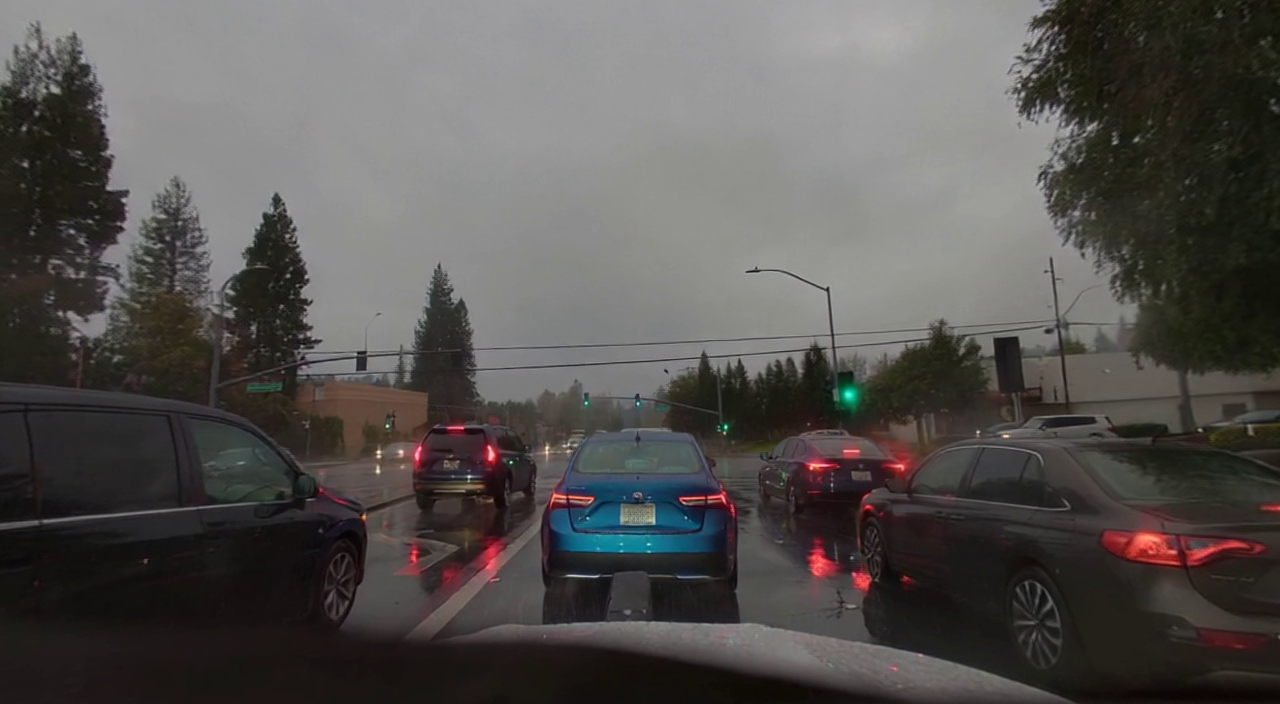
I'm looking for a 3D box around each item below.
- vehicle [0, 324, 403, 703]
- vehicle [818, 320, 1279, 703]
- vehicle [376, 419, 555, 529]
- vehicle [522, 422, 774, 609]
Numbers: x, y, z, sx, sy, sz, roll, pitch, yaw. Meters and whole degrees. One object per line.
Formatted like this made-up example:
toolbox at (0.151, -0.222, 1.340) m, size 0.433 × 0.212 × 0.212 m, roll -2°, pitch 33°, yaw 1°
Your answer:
vehicle at (-3.106, 0.960, 3.325) m, size 1.982 × 1.721 × 4.261 m, roll 0°, pitch -8°, yaw 1°
vehicle at (3.223, 1.123, 4.887) m, size 2.141 × 1.833 × 4.704 m, roll 0°, pitch -8°, yaw -2°
vehicle at (-3.167, 2.331, 12.661) m, size 2.117 × 1.772 × 4.619 m, roll 0°, pitch -8°, yaw 2°
vehicle at (0.037, 1.611, 7.117) m, size 2.021 × 1.490 × 3.948 m, roll 0°, pitch -8°, yaw -1°
